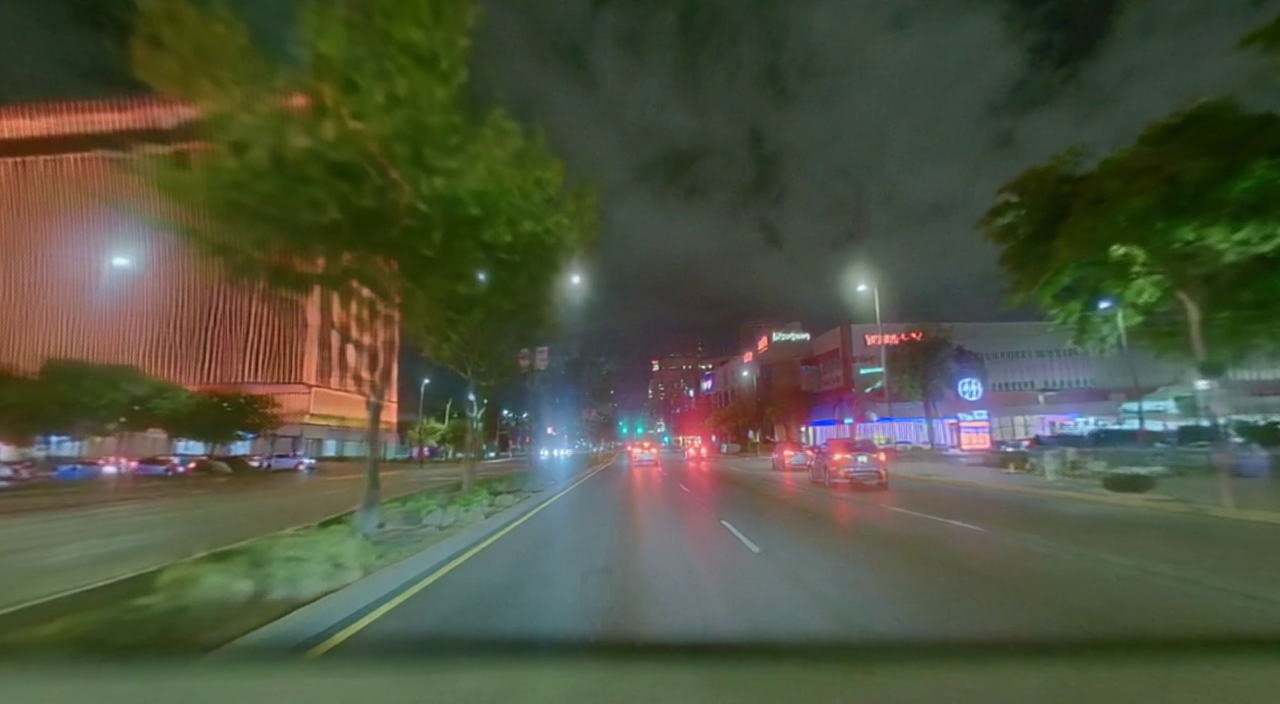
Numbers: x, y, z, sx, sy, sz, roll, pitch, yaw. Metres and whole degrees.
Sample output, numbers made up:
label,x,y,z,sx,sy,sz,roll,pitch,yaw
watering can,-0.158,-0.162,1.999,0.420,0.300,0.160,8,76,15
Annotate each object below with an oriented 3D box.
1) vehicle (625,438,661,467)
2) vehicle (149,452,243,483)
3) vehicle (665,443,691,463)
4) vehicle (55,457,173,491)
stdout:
label,x,y,z,sx,sy,sz,roll,pitch,yaw
vehicle,0.173,6.282,39.506,2.100,1.683,4.231,0,-8,0
vehicle,-25.769,6.687,36.913,2.051,1.644,4.674,0,-8,1
vehicle,2.904,7.799,48.902,1.685,1.441,3.795,0,-8,-1
vehicle,-26.315,6.083,31.845,1.815,1.470,4.581,-1,-8,4
